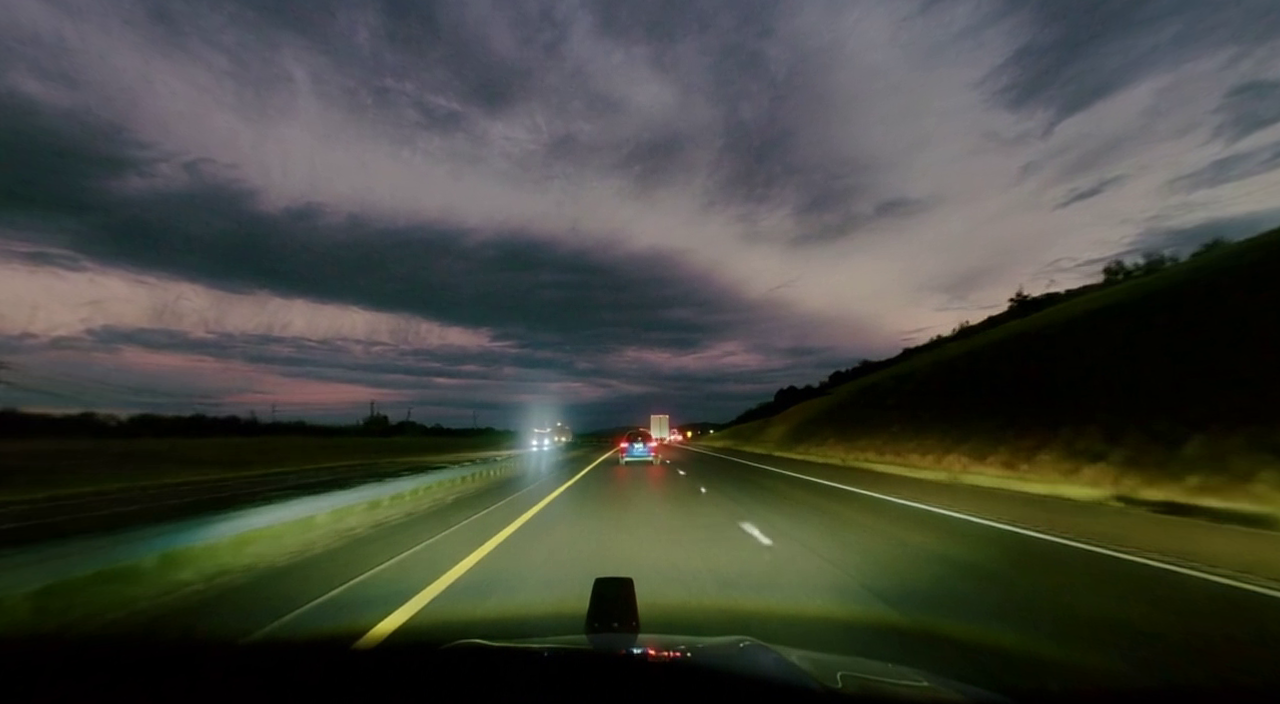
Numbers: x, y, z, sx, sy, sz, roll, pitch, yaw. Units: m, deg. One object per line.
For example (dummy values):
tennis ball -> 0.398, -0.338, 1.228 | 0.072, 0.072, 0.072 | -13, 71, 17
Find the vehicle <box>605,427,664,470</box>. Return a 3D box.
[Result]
vehicle -> -0.238, 3.925, 25.861 | 2.216, 1.623, 4.220 | 0, -8, -1
